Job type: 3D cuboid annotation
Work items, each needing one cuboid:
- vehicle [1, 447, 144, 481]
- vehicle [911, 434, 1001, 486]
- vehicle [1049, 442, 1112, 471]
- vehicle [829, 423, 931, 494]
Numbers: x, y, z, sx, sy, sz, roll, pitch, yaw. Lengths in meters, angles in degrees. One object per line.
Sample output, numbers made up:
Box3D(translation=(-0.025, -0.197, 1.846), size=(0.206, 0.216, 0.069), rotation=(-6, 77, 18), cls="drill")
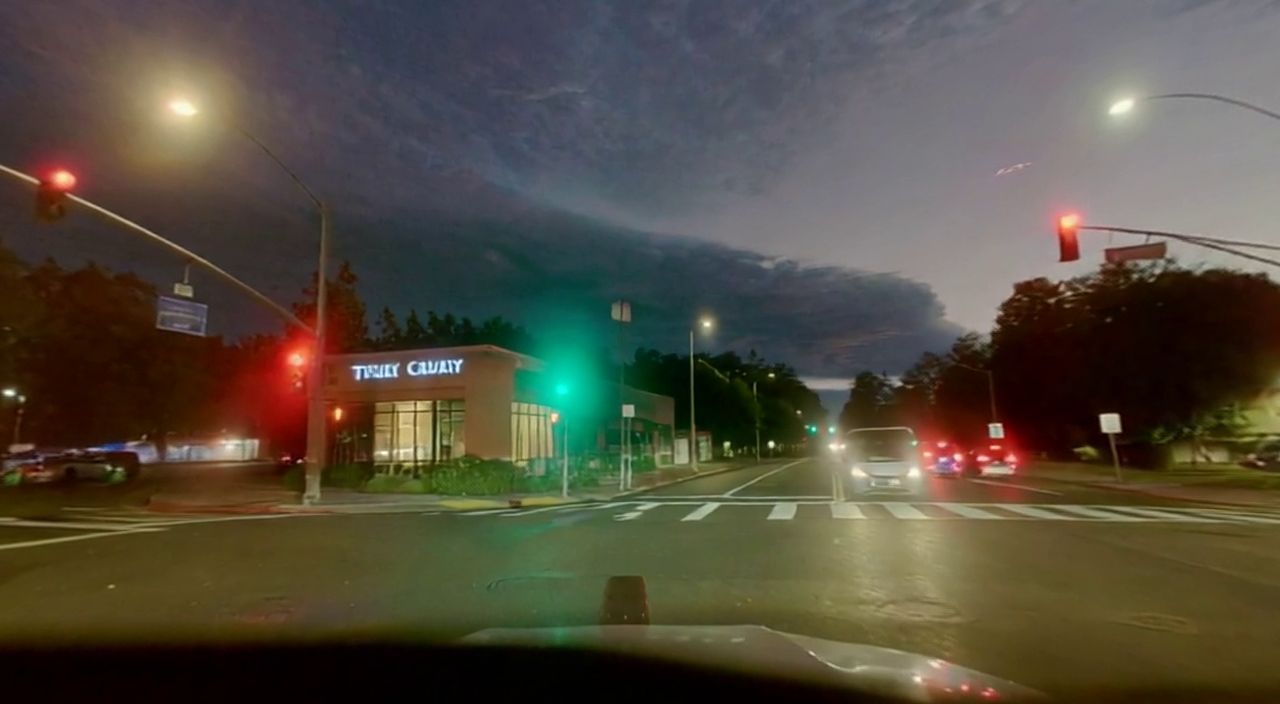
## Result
Box3D(translation=(-27.171, 5.354, 30.348), size=(4.671, 1.543, 1.846), rotation=(2, -9, -12), cls="vehicle")
Box3D(translation=(11.686, 3.985, 23.685), size=(2.048, 1.725, 4.754), rotation=(-2, -9, 15), cls="vehicle")
Box3D(translation=(27.978, 6.628, 40.180), size=(1.886, 1.687, 4.268), rotation=(-2, -9, 16), cls="vehicle")
Box3D(translation=(7.472, 3.355, 20.238), size=(2.390, 1.948, 5.344), rotation=(-2, -9, 14), cls="vehicle")
